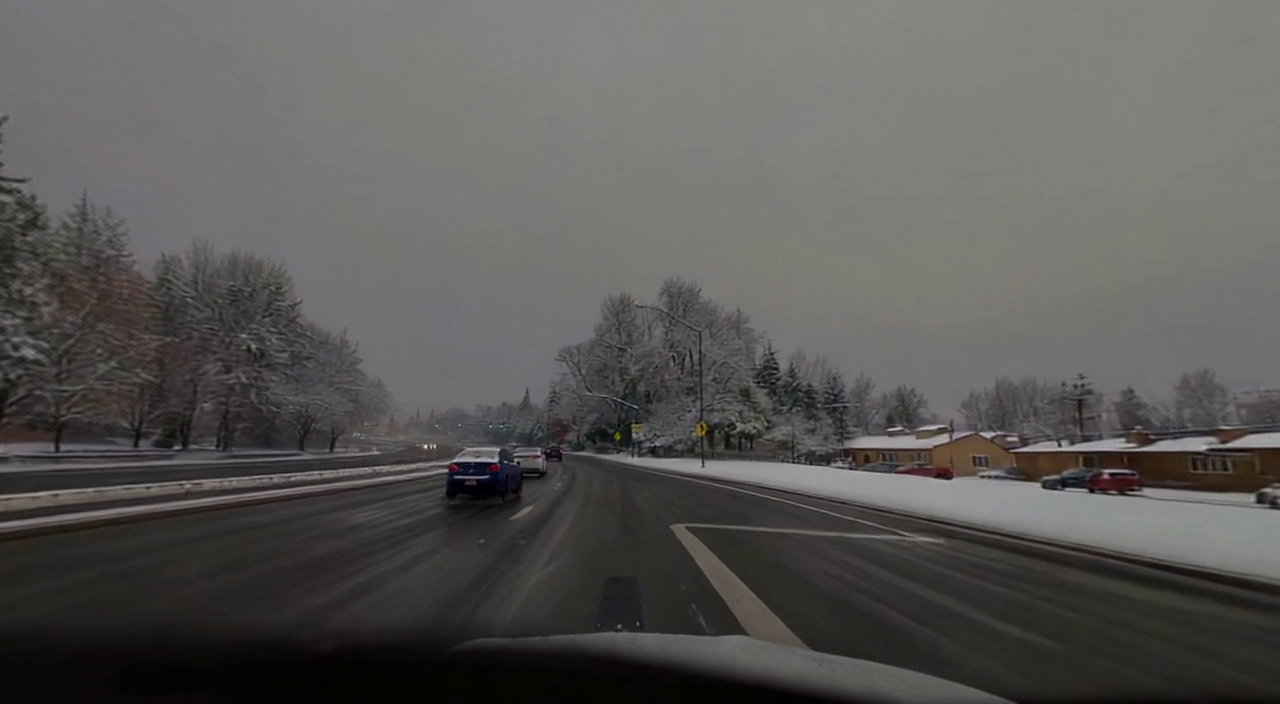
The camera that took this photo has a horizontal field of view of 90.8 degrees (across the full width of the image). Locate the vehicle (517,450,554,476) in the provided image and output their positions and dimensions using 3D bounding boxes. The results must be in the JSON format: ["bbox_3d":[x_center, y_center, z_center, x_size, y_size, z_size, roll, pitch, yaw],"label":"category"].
[{"bbox_3d":[-6.407,6.815,39.105,1.904,1.476,3.736,0,-8,-4],"label":"vehicle"}]

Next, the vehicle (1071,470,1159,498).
[{"bbox_3d":[35.230,9.795,47.086,1.953,1.686,5.424,1,-9,-7],"label":"vehicle"}]

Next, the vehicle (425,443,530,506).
[{"bbox_3d":[-4.670,3.556,18.907,2.098,1.613,4.606,0,-8,-3],"label":"vehicle"}]
